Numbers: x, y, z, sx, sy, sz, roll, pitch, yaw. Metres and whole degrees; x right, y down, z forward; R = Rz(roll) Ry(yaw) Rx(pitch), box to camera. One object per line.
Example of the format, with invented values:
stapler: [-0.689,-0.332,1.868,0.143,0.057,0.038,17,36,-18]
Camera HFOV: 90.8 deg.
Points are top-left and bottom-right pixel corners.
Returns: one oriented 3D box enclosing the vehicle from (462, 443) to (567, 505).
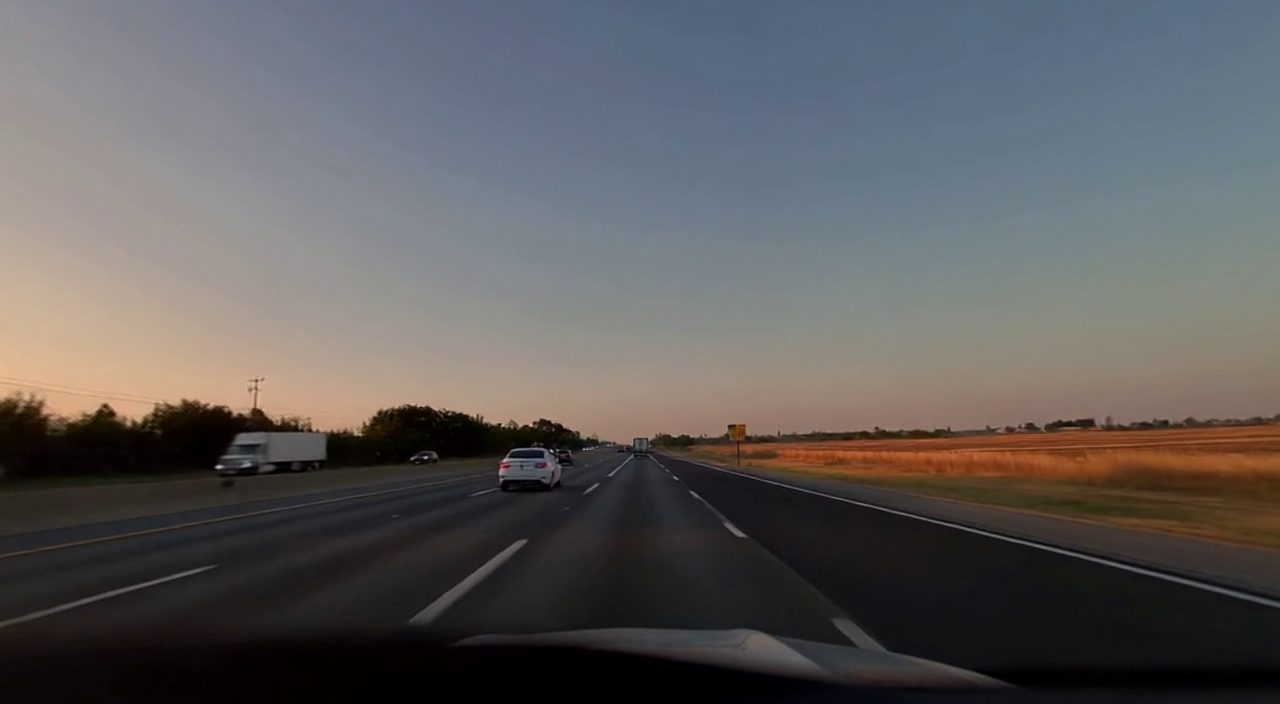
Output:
vehicle: [-3.587,3.591,18.954,2.139,1.607,4.378,0,-9,1]

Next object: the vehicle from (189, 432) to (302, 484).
vehicle: [-20.440,5.530,33.122,2.259,2.455,5.747,0,-9,-2]
